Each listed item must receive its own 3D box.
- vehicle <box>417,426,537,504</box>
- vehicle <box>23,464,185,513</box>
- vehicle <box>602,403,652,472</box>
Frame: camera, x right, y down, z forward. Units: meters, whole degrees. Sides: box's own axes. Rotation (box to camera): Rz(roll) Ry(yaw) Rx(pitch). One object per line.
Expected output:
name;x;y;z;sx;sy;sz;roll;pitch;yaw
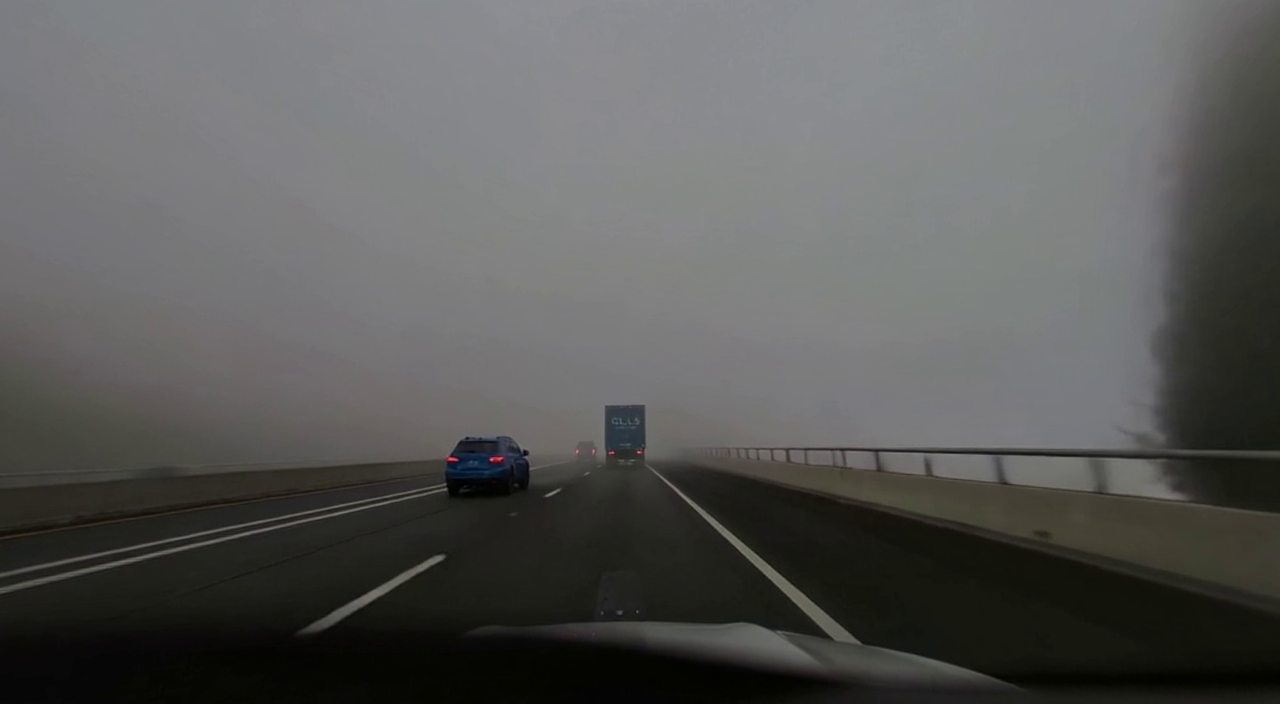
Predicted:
vehicle;-4.582;3.281;18.627;2.226;1.935;5.130;0;-9;-1
vehicle;-18.551;4.719;22.107;1.839;1.427;4.416;0;-9;-1
vehicle;-0.884;5.753;41.628;2.923;4.007;9.760;0;-9;-1
